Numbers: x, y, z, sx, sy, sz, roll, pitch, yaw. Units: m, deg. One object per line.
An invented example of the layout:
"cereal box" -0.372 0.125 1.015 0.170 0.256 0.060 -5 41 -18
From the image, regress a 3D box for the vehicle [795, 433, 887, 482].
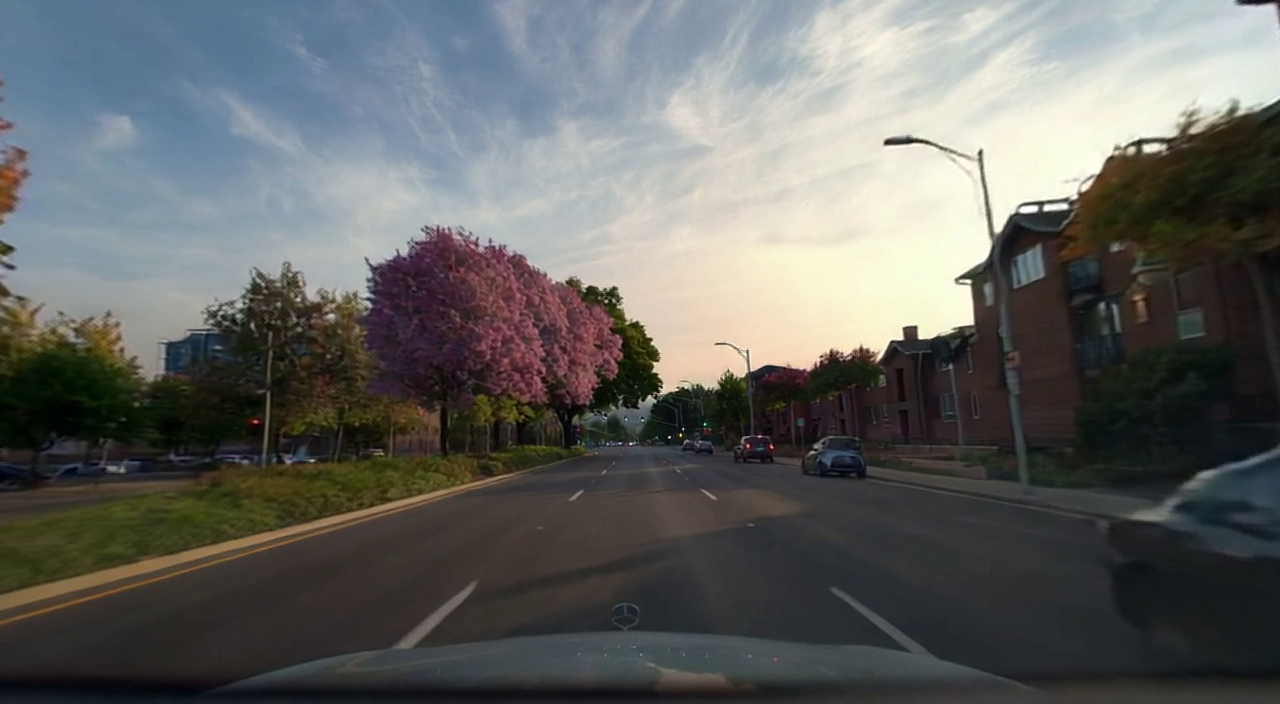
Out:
"vehicle" 7.290 3.873 23.455 1.940 1.647 4.309 0 -8 -1

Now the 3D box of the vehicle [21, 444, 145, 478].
"vehicle" -33.589 6.581 38.212 5.605 1.774 2.197 -3 -9 3

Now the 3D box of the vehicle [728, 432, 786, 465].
"vehicle" 7.061 5.908 38.783 2.450 1.892 5.107 0 -8 -2

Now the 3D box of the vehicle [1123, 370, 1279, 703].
"vehicle" 3.841 0.674 1.503 1.984 1.580 4.413 -1 -8 2
